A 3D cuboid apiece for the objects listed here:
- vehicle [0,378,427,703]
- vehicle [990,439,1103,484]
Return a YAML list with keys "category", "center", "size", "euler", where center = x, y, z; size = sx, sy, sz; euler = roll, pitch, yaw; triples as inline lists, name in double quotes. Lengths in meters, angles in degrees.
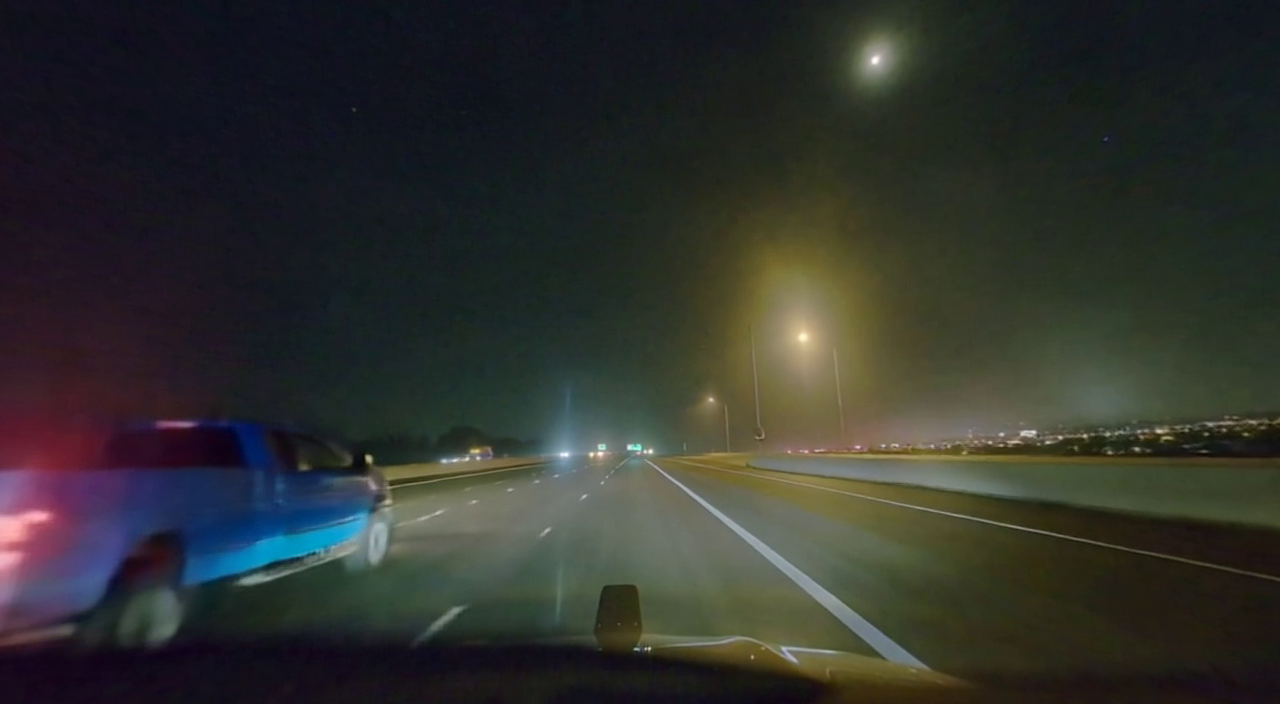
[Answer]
- category: "vehicle"
  center: [-3.641, 1.329, 5.254]
  size: [2.152, 1.717, 4.423]
  euler: [0, -9, 0]
- category: "vehicle"
  center: [15.611, 4.212, 24.402]
  size: [1.834, 1.555, 3.751]
  euler: [0, -9, -1]
